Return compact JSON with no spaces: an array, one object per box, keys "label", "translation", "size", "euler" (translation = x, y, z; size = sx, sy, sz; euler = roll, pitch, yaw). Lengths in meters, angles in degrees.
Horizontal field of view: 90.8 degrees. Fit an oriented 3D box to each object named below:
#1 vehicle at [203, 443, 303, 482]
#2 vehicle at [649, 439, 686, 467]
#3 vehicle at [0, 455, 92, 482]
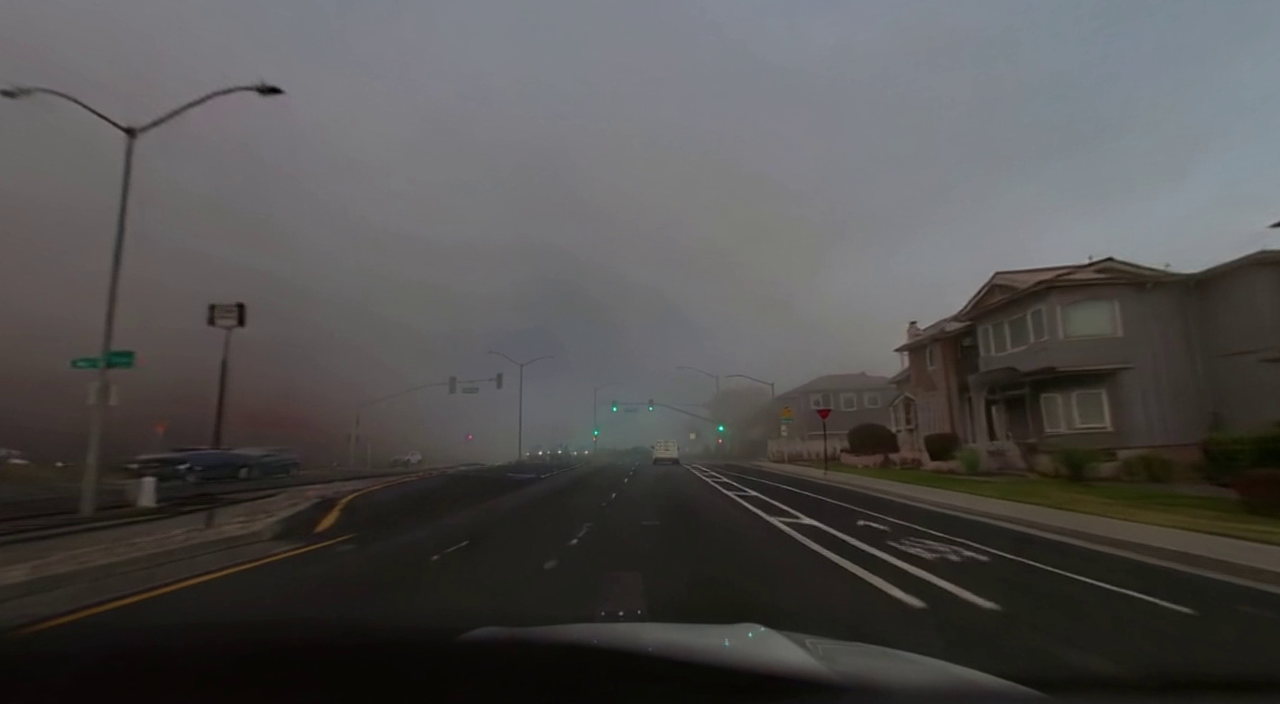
[{"label":"vehicle","translation":[-18.895,5.393,31.134],"size":[1.963,1.782,4.520],"euler":[0,-9,2]},{"label":"vehicle","translation":[1.848,7.003,43.946],"size":[2.273,1.851,5.075],"euler":[0,-9,0]},{"label":"vehicle","translation":[-36.177,6.946,37.787],"size":[1.813,1.460,4.703],"euler":[-3,-9,21]}]
